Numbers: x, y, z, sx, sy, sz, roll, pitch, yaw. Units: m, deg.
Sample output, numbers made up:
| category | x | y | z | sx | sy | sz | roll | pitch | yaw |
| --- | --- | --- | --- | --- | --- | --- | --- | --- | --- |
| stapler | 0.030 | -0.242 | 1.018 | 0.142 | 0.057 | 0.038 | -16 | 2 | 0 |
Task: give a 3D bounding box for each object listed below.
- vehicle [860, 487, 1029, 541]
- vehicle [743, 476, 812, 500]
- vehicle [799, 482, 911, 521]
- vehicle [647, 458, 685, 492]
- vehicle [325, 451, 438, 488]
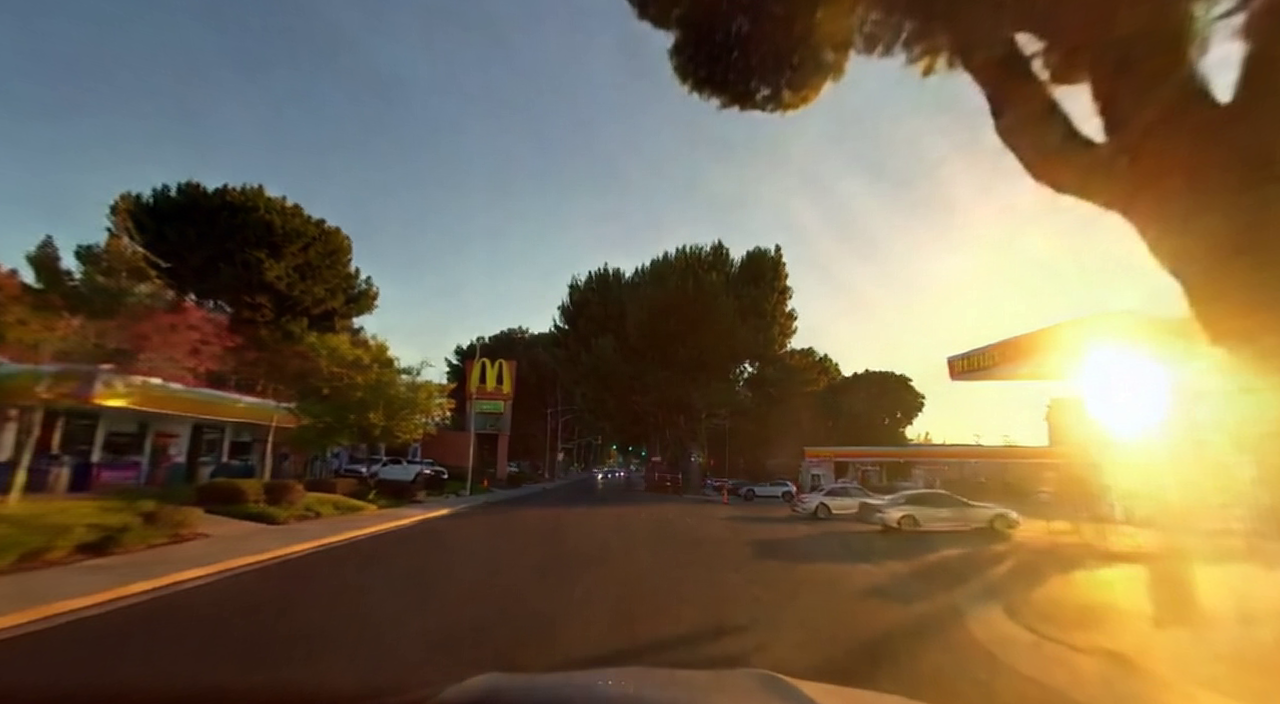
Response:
| category | x | y | z | sx | sy | sz | roll | pitch | yaw |
| --- | --- | --- | --- | --- | --- | --- | --- | --- | --- |
| vehicle | 9.473 | 5.067 | 19.866 | 4.316 | 1.462 | 1.921 | 2 | -10 | -3 |
| vehicle | 9.025 | 8.974 | 41.621 | 4.123 | 1.446 | 1.807 | 2 | -10 | -3 |
| vehicle | 9.223 | 6.453 | 27.271 | 4.169 | 1.474 | 1.850 | 1 | -10 | -3 |
| vehicle | 1.688 | 8.313 | 42.816 | 2.153 | 2.074 | 5.188 | 1 | -10 | -2 |
| vehicle | -12.564 | 5.737 | 30.792 | 4.575 | 1.641 | 2.006 | 11 | -14 | -43 |
